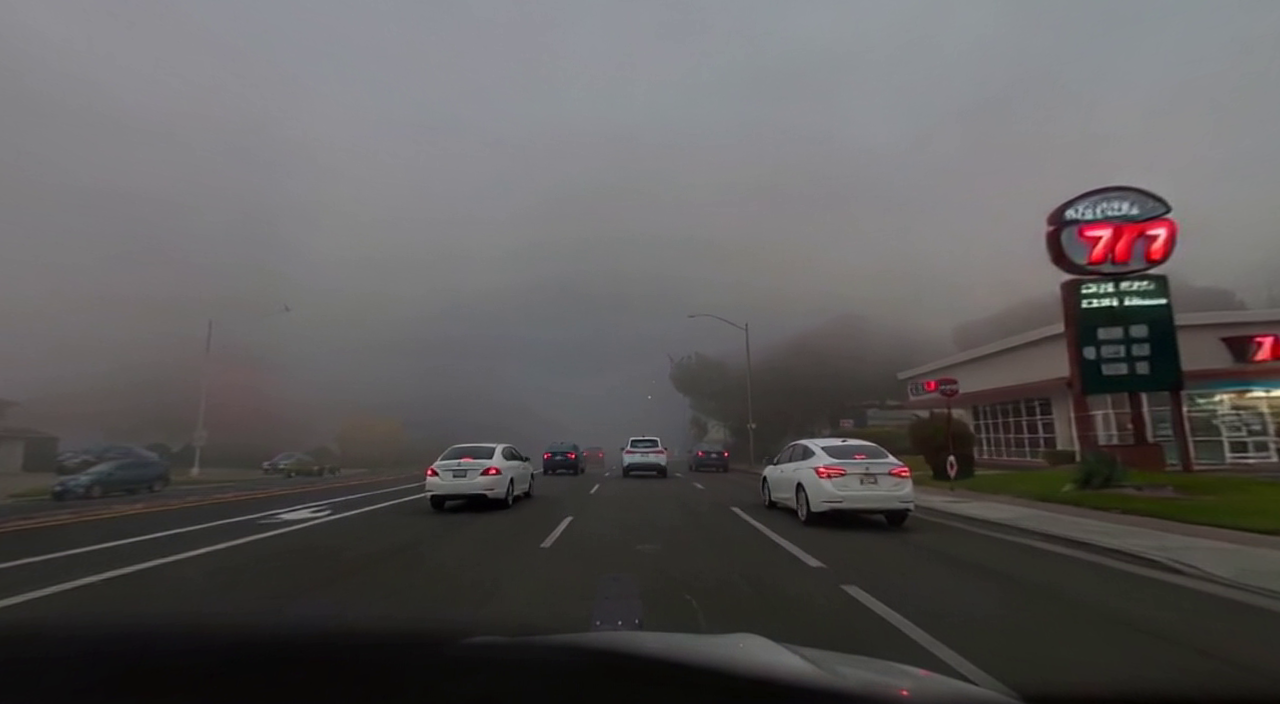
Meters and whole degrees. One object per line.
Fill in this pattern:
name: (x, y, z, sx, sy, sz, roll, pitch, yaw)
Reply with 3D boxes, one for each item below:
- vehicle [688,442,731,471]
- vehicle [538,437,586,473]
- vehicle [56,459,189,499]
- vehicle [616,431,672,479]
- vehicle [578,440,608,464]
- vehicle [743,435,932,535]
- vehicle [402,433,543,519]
vehicle: (3.795, 5.775, 35.080, 1.880, 1.476, 3.932, 0, -8, -1)
vehicle: (-3.899, 5.217, 32.085, 1.932, 1.695, 4.235, 0, -8, 0)
vehicle: (-22.396, 5.493, 27.526, 1.827, 1.441, 4.660, 0, -8, 0)
vehicle: (0.121, 4.292, 26.478, 2.164, 1.867, 4.254, 0, -8, -1)
vehicle: (-3.462, 7.408, 46.611, 1.871, 1.673, 3.920, 0, -8, 1)
vehicle: (3.336, 2.328, 11.780, 1.977, 1.480, 4.589, 0, -8, -1)
vehicle: (-3.294, 2.506, 13.274, 1.864, 1.505, 4.202, 0, -8, -1)
